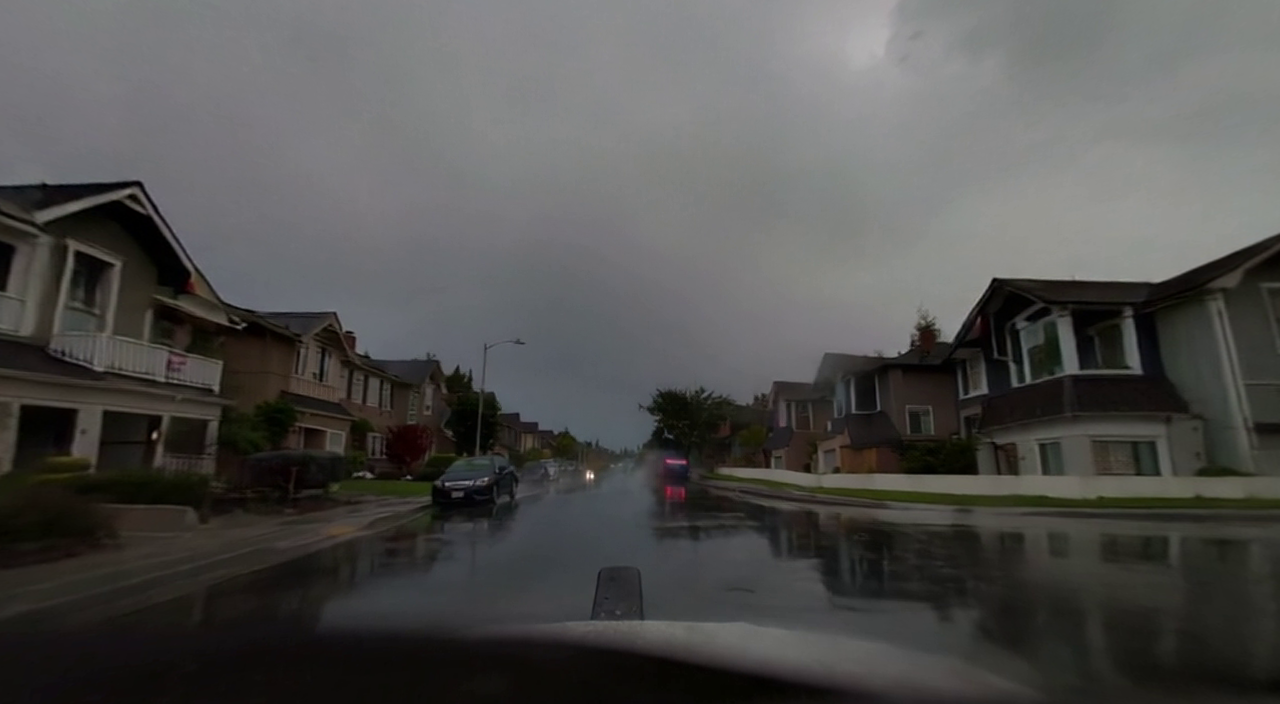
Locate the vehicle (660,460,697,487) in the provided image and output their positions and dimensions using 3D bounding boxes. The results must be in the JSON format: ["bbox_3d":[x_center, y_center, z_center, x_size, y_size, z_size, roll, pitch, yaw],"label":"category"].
[{"bbox_3d":[2.344,7.540,39.358,1.888,1.484,4.476,0,-9,-2],"label":"vehicle"}]

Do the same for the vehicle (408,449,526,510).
[{"bbox_3d":[-4.748,3.579,18.074,2.080,1.471,4.638,1,-10,-1],"label":"vehicle"}]

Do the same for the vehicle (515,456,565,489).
[{"bbox_3d":[-5.103,6.219,32.763,2.020,1.470,5.300,0,-8,-3],"label":"vehicle"}]

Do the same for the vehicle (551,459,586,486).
[{"bbox_3d":[-4.999,8.474,44.450,2.089,1.508,4.537,2,-7,-3],"label":"vehicle"}]
